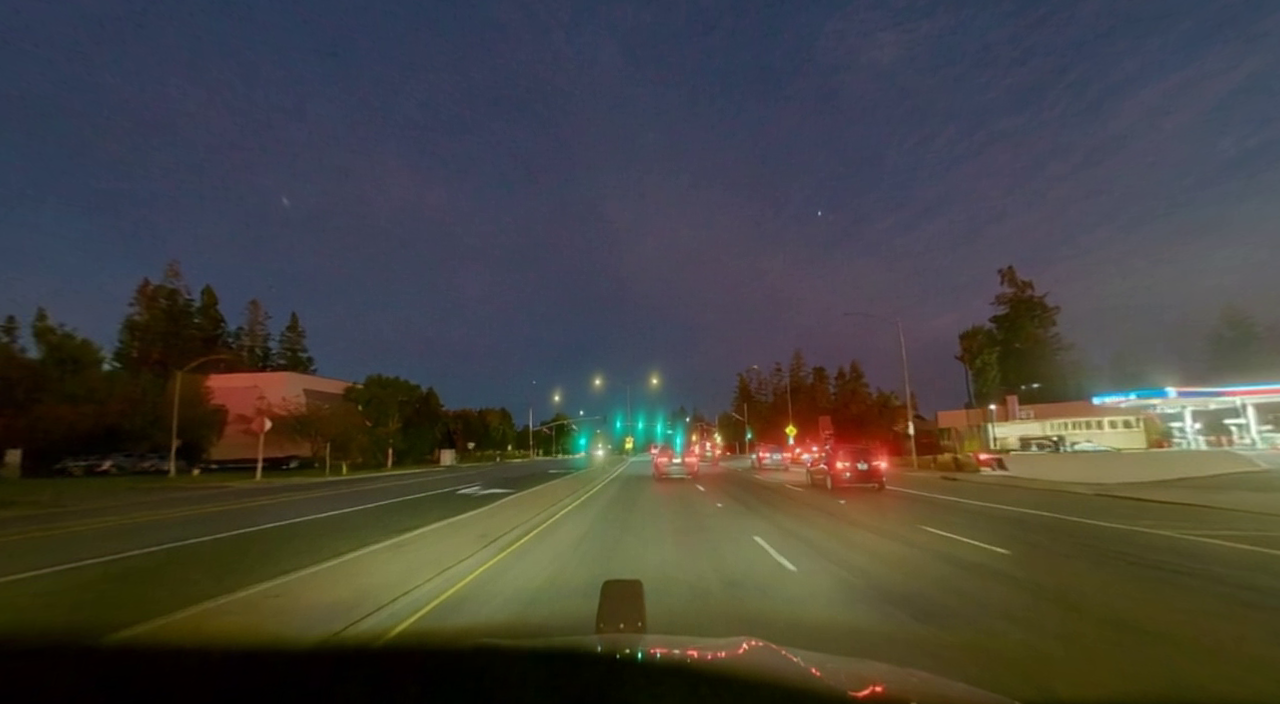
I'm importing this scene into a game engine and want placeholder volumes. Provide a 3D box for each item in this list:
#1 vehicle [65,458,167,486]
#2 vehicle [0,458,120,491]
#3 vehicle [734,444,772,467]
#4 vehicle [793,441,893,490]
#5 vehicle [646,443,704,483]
[{"bbox_3d":[-28.219,6.445,33.872,4.021,1.421,1.807,-1,-9,7],"label":"vehicle"},{"bbox_3d":[-29.068,6.085,31.344,4.510,1.504,2.005,-1,-8,3],"label":"vehicle"},{"bbox_3d":[7.850,7.206,43.957,1.930,1.479,4.477,0,-8,1],"label":"vehicle"},{"bbox_3d":[6.744,3.786,21.385,1.918,1.484,4.456,0,-8,0],"label":"vehicle"},{"bbox_3d":[1.312,4.425,25.384,1.971,1.479,4.493,0,-8,-1],"label":"vehicle"}]
